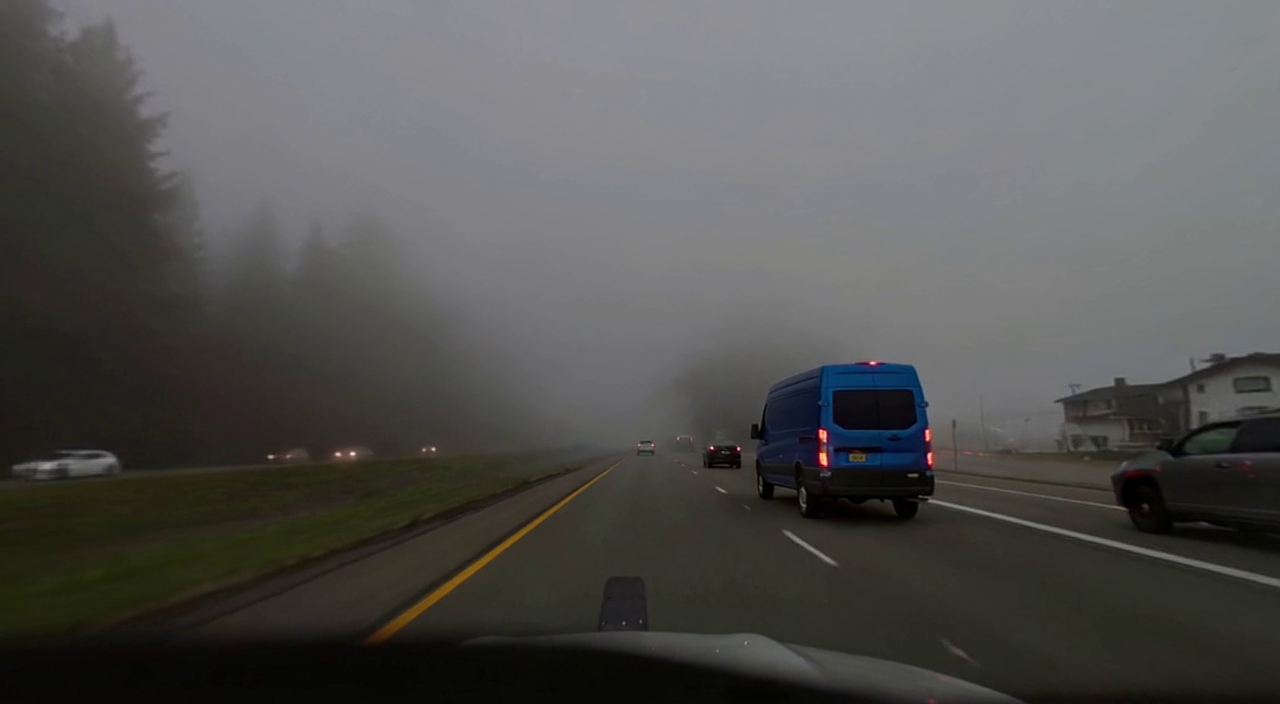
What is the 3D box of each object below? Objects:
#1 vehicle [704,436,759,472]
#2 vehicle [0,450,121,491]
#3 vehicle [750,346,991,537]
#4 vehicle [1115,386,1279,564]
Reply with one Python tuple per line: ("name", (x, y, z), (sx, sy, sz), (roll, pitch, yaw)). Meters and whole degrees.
("vehicle", (4.465, 5.039, 31.341), (2.034, 1.651, 4.342), (0, -8, 0))
("vehicle", (-23.966, 4.774, 25.798), (1.899, 1.508, 4.073), (0, -8, 1))
("vehicle", (3.743, 1.671, 11.855), (2.302, 2.670, 5.912), (0, -8, 1))
("vehicle", (8.002, 1.316, 6.735), (2.212, 1.902, 4.654), (0, -8, 1))
